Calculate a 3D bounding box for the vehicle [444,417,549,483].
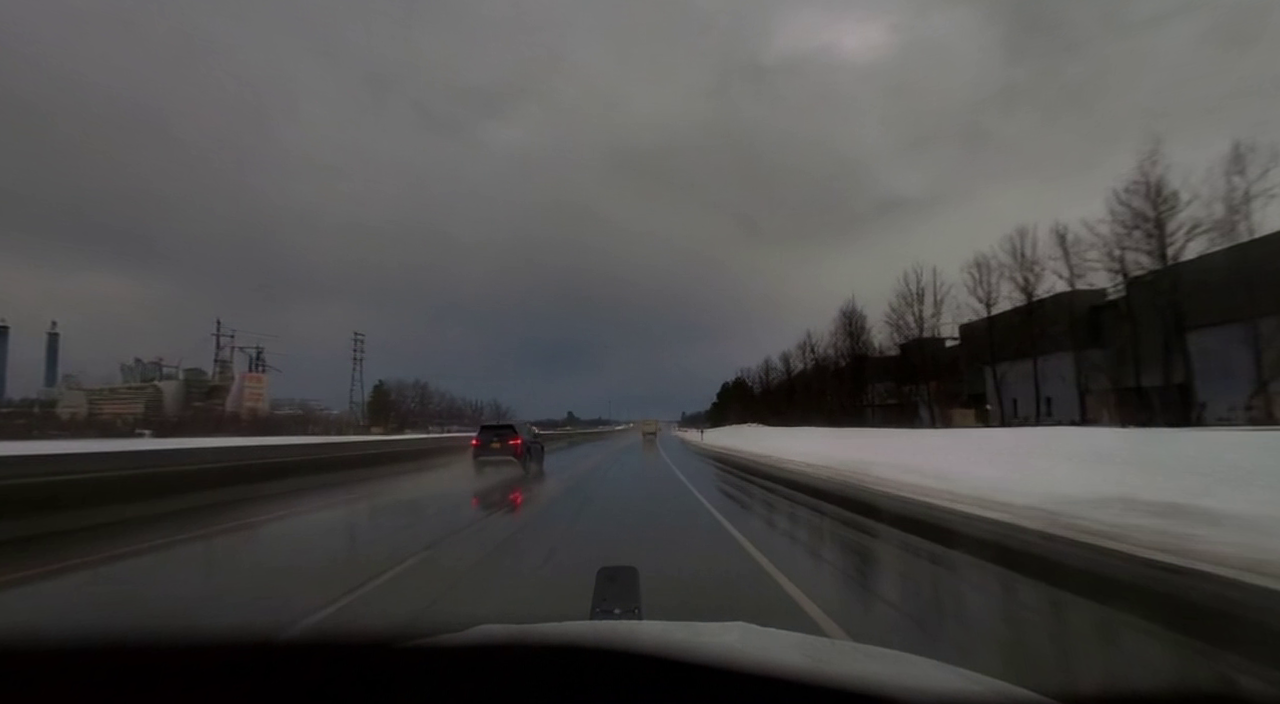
[{"bbox_3d":[-4.008,2.827,18.403,2.018,1.678,4.312,0,-8,1],"label":"vehicle"}]
